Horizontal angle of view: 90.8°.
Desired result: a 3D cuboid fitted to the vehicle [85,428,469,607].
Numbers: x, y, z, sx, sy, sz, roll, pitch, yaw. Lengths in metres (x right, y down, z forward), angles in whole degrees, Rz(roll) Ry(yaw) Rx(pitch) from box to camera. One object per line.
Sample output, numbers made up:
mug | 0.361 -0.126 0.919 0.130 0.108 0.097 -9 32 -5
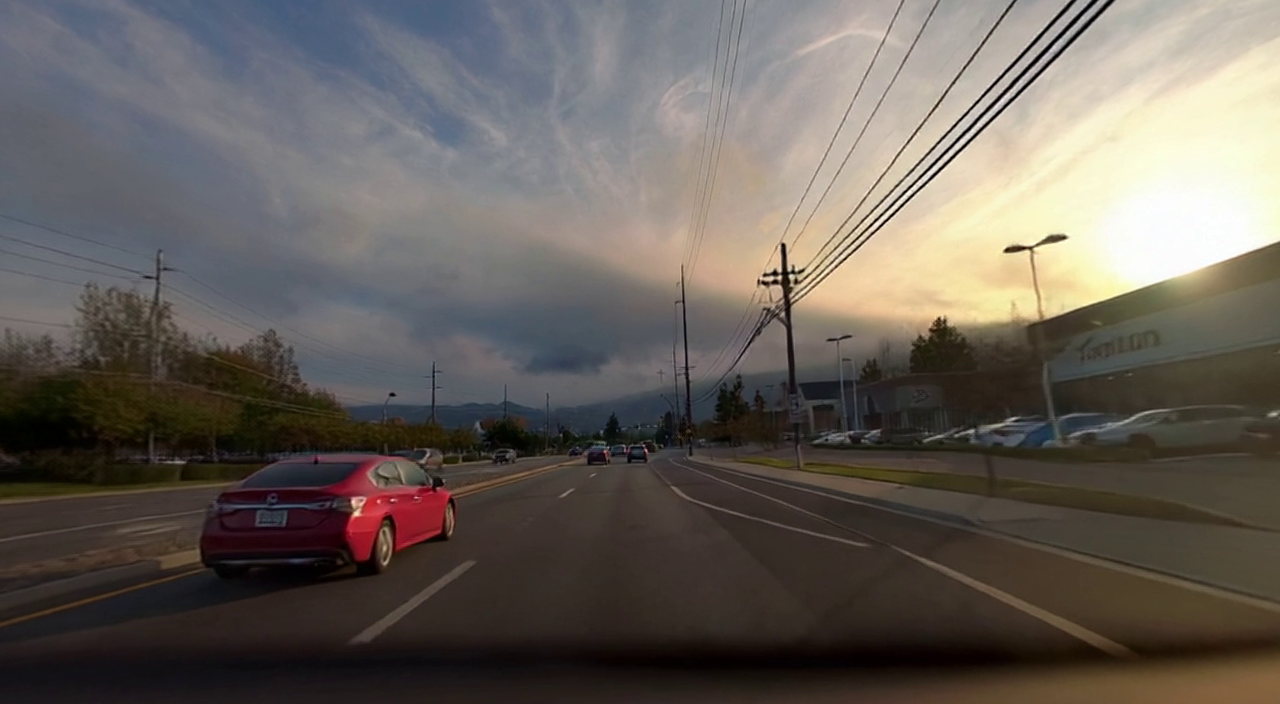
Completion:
vehicle | -3.696 1.742 7.695 1.928 1.488 4.635 0 -8 0

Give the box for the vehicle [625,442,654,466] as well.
vehicle | -0.033 8.023 49.719 2.182 1.773 4.041 0 -8 0
